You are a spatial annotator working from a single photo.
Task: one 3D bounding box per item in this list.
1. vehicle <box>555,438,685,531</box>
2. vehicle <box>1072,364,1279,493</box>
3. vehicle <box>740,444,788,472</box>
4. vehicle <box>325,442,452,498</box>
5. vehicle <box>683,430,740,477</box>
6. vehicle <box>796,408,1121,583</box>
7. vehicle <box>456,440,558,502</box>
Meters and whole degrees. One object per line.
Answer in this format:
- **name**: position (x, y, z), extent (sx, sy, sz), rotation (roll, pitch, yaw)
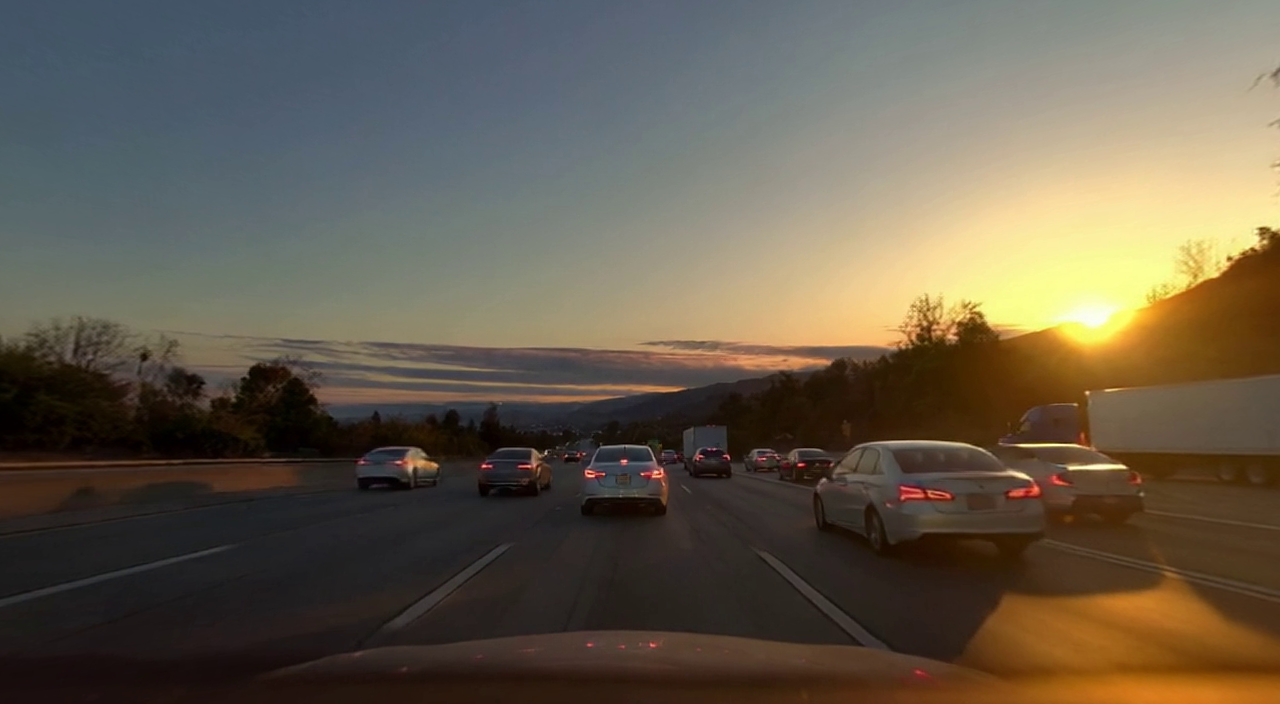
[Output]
- **vehicle**: position (-0.295, 2.487, 12.430), extent (2.132, 1.499, 4.038), rotation (0, -9, 1)
- **vehicle**: position (21.392, 2.820, 22.501), extent (2.970, 4.079, 10.086), rotation (3, -9, -14)
- **vehicle**: position (7.564, 6.511, 38.837), extent (2.055, 1.650, 4.241), rotation (0, -9, -1)
- **vehicle**: position (-7.881, 3.724, 20.352), extent (2.032, 1.549, 4.850), rotation (0, -9, 1)
- **vehicle**: position (3.727, 5.425, 33.847), extent (2.440, 2.313, 5.266), rotation (0, -9, 0)
- **vehicle**: position (3.593, 1.698, 8.192), extent (2.053, 1.666, 4.106), rotation (0, -9, 0)
- **vehicle**: position (-3.667, 3.375, 18.225), extent (1.926, 1.542, 4.329), rotation (0, -9, 1)
